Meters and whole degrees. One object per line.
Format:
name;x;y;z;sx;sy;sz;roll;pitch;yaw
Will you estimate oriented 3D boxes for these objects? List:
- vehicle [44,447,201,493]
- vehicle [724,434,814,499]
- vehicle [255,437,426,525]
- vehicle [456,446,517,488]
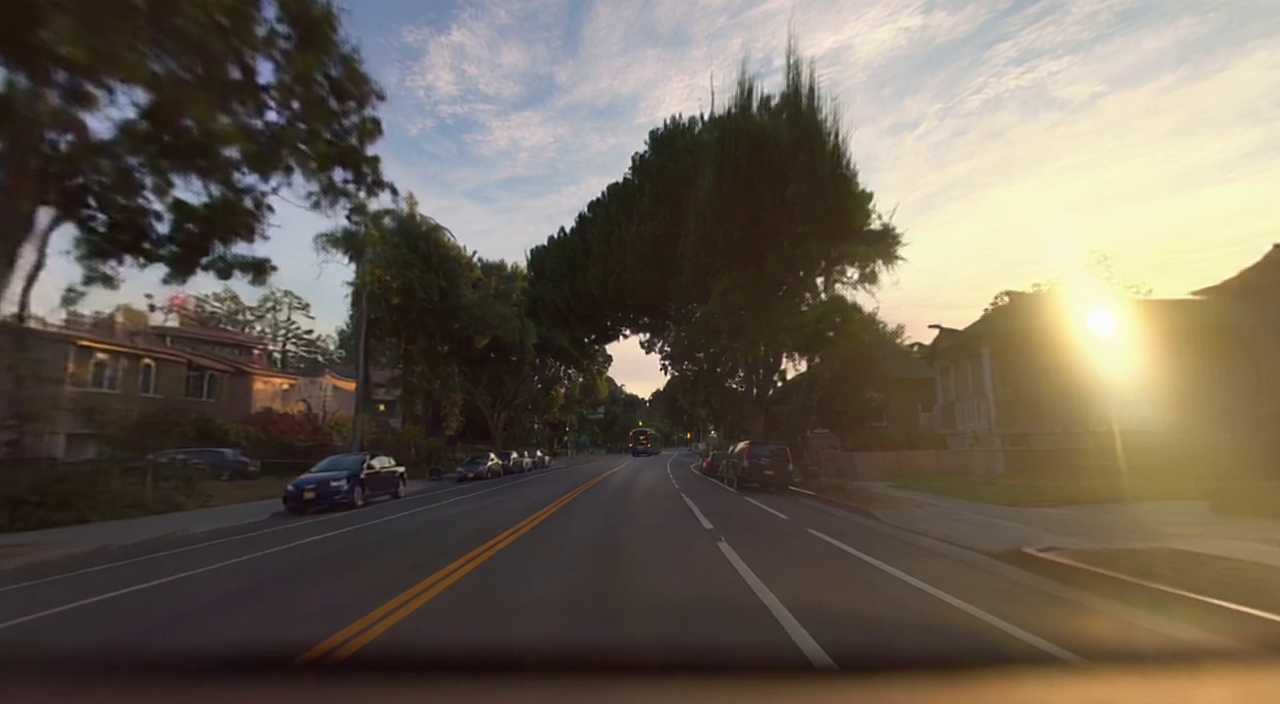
vehicle;-19.801;4.512;24.330;4.197;1.659;2.059;0;-8;0
vehicle;4.340;3.944;22.080;2.060;1.833;4.927;5;-9;1
vehicle;-7.945;3.398;17.472;2.094;1.840;5.450;-5;-8;0
vehicle;-7.702;5.781;32.189;1.898;1.755;4.603;-5;-8;0
